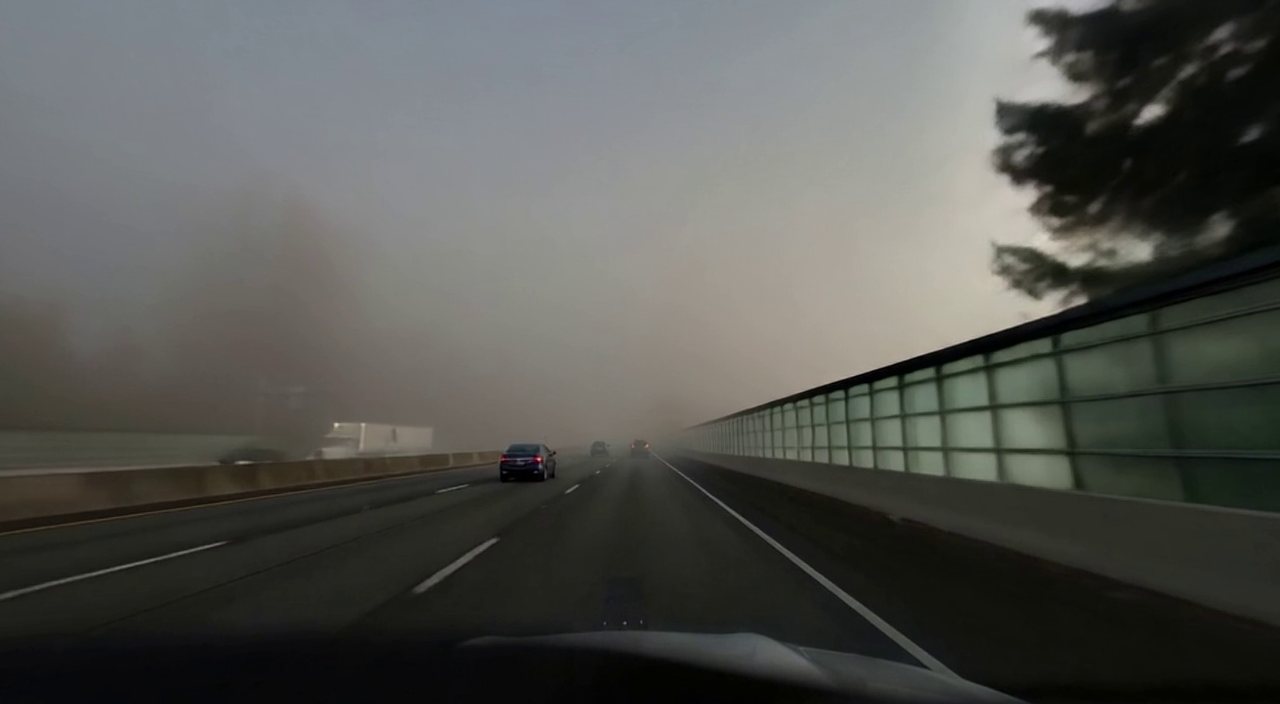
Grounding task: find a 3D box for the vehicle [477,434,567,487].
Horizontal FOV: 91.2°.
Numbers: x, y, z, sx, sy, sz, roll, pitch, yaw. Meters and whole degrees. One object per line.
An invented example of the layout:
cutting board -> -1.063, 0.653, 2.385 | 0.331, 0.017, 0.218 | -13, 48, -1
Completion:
vehicle -> -3.726, 3.506, 20.595 | 2.059, 1.541, 4.296 | 0, -8, 1
